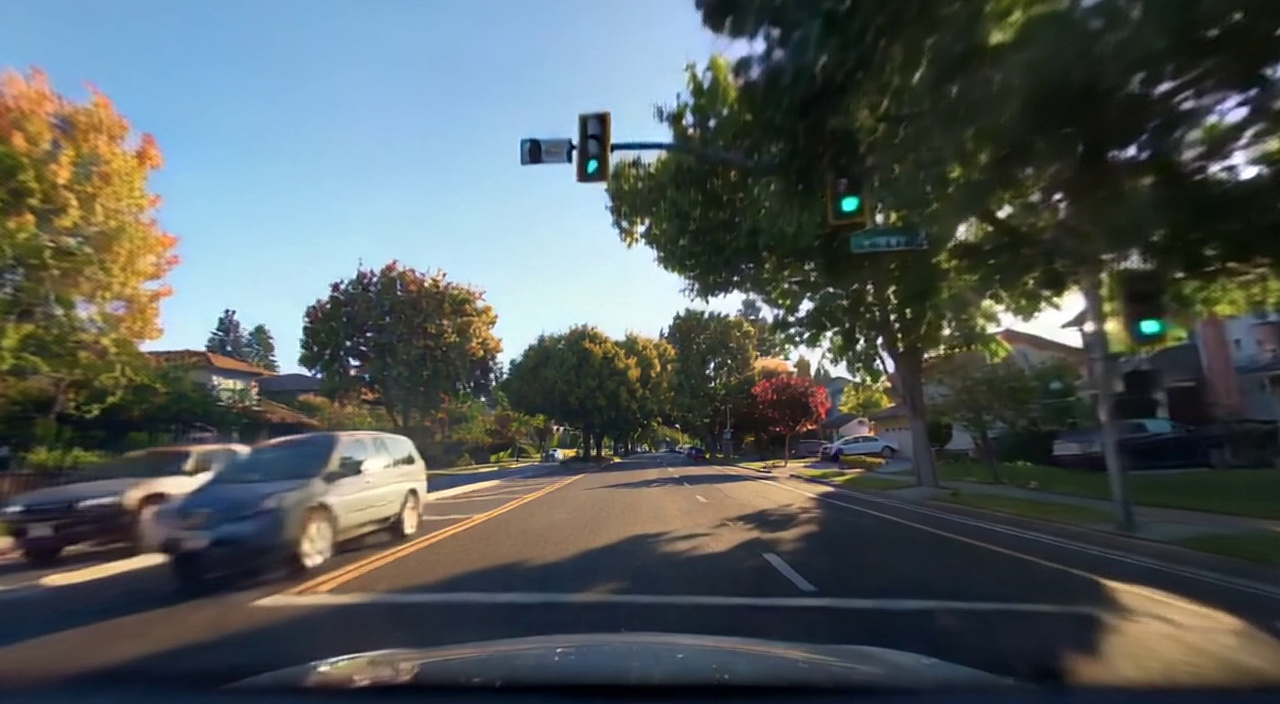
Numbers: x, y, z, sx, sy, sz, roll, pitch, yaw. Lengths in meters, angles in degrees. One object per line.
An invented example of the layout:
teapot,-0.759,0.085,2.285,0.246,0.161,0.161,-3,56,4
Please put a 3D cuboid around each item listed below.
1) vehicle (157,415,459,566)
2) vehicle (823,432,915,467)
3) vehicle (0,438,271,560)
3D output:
vehicle,-4.505,1.936,9.622,2.095,1.731,4.462,0,-8,1
vehicle,13.538,5.764,37.575,4.711,1.979,2.019,0,-9,4
vehicle,-8.437,2.286,10.613,1.925,1.615,4.085,0,-8,1
